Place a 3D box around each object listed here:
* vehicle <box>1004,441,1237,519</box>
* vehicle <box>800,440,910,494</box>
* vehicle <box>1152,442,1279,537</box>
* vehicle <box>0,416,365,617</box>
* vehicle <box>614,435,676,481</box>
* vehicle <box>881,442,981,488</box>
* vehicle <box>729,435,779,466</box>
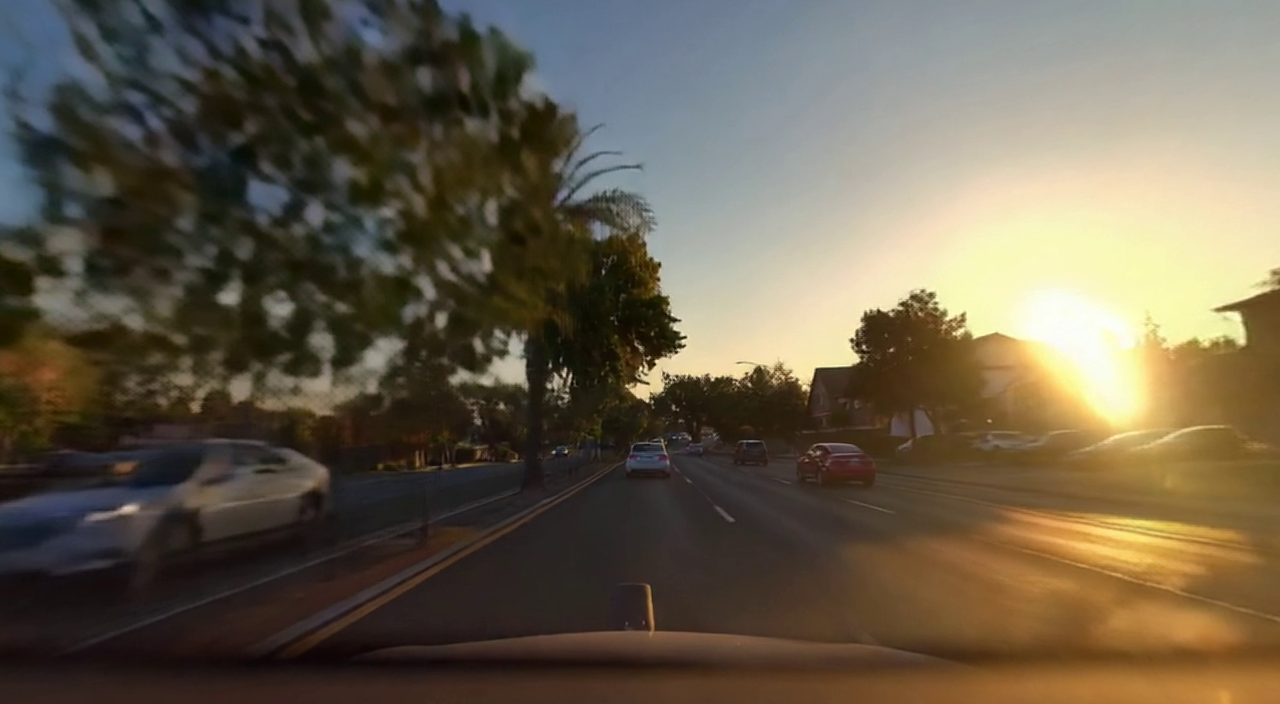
[{"bbox_3d":[11.136,2.954,15.169,1.978,1.551,4.560,0,-9,0],"label":"vehicle"},{"bbox_3d":[6.526,3.503,19.688,1.897,1.477,4.360,0,-8,0],"label":"vehicle"},{"bbox_3d":[10.970,2.221,10.090,1.854,1.477,4.525,2,-8,1],"label":"vehicle"},{"bbox_3d":[-5.351,1.715,7.585,2.033,1.658,4.472,-1,-8,0],"label":"vehicle"},{"bbox_3d":[0.172,4.222,25.371,2.289,1.679,4.180,0,-8,-1],"label":"vehicle"},{"bbox_3d":[11.372,4.406,25.025,1.867,1.540,4.708,3,-9,1],"label":"vehicle"},{"bbox_3d":[7.868,6.885,44.146,2.436,2.010,5.595,0,-8,0],"label":"vehicle"}]
